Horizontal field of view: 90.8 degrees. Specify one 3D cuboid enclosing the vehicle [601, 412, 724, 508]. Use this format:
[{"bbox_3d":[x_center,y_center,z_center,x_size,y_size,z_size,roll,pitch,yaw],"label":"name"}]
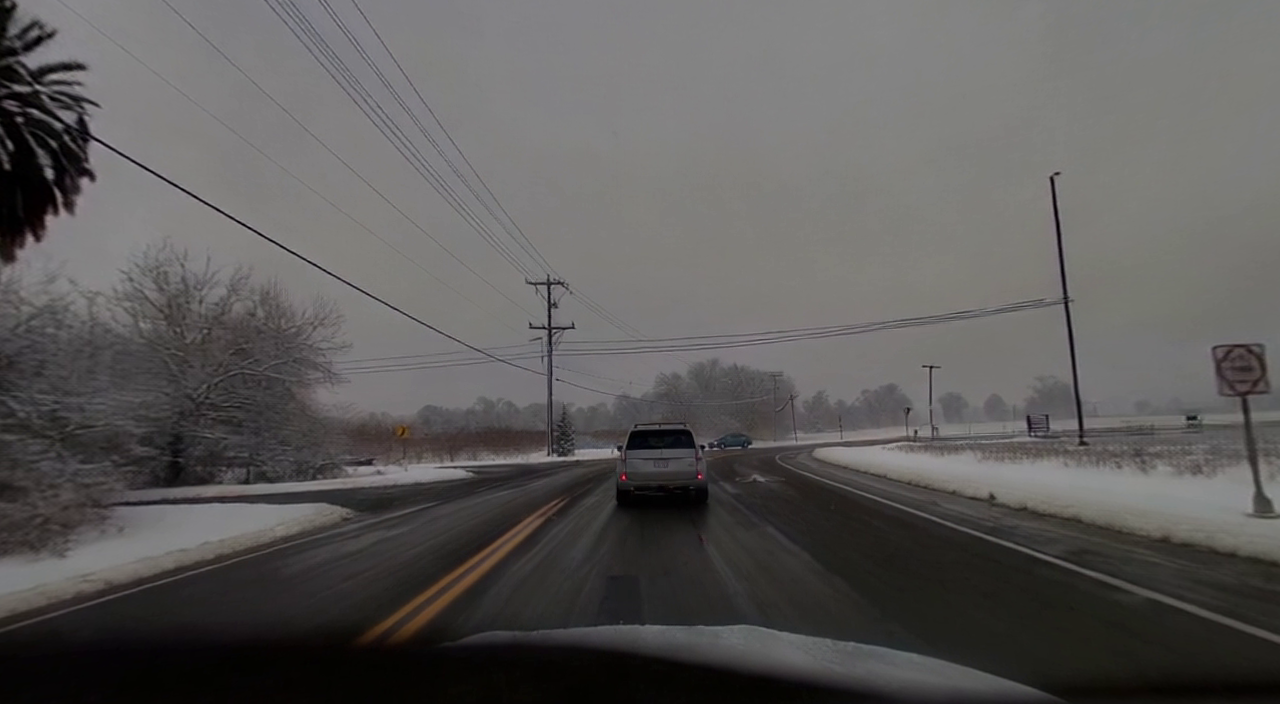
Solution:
[{"bbox_3d":[0.472,2.433,14.586,2.364,1.859,4.538,0,-8,1],"label":"vehicle"}]
